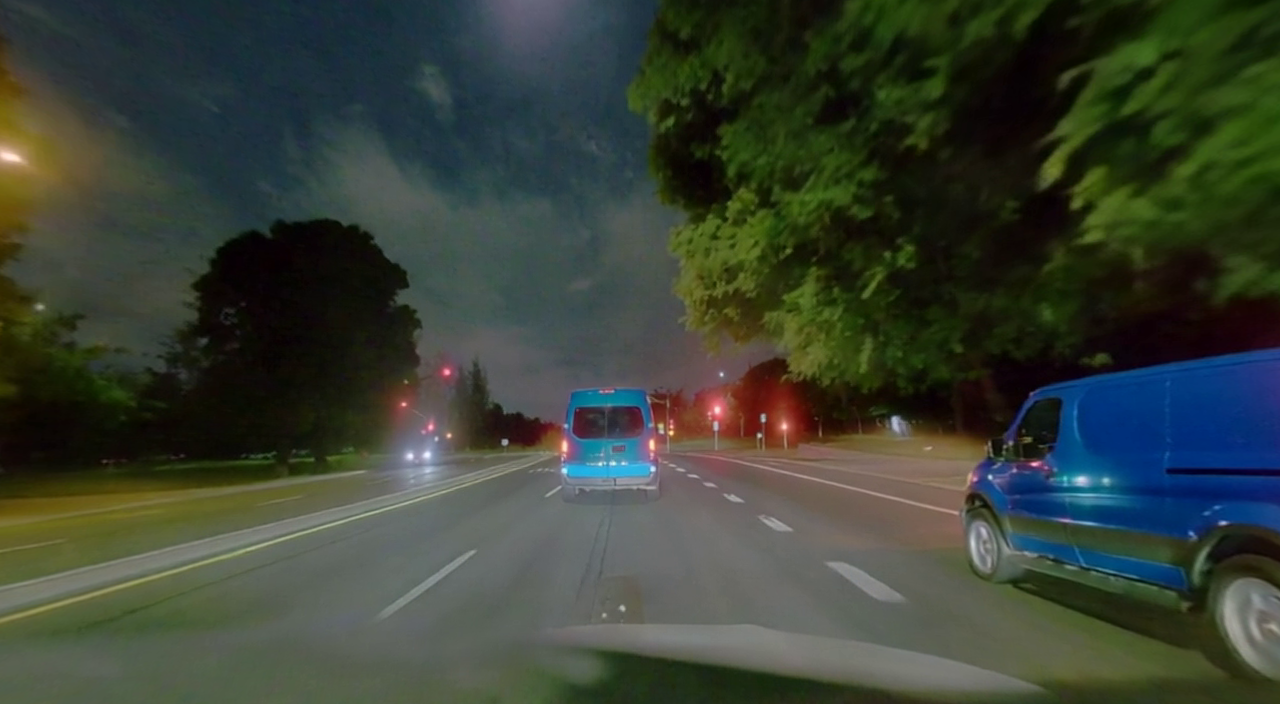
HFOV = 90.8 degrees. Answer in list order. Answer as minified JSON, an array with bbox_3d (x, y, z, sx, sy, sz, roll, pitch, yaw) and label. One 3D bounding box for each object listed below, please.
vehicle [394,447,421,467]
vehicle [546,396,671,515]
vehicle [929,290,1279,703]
[{"bbox_3d":[-18.073,8.163,49.224,1.833,1.504,4.141,3,-9,-18],"label":"vehicle"},{"bbox_3d":[-0.517,2.102,13.124,2.145,2.046,4.309,0,-9,1],"label":"vehicle"},{"bbox_3d":[3.753,0.862,3.928,1.988,1.873,3.968,0,-9,0],"label":"vehicle"}]
